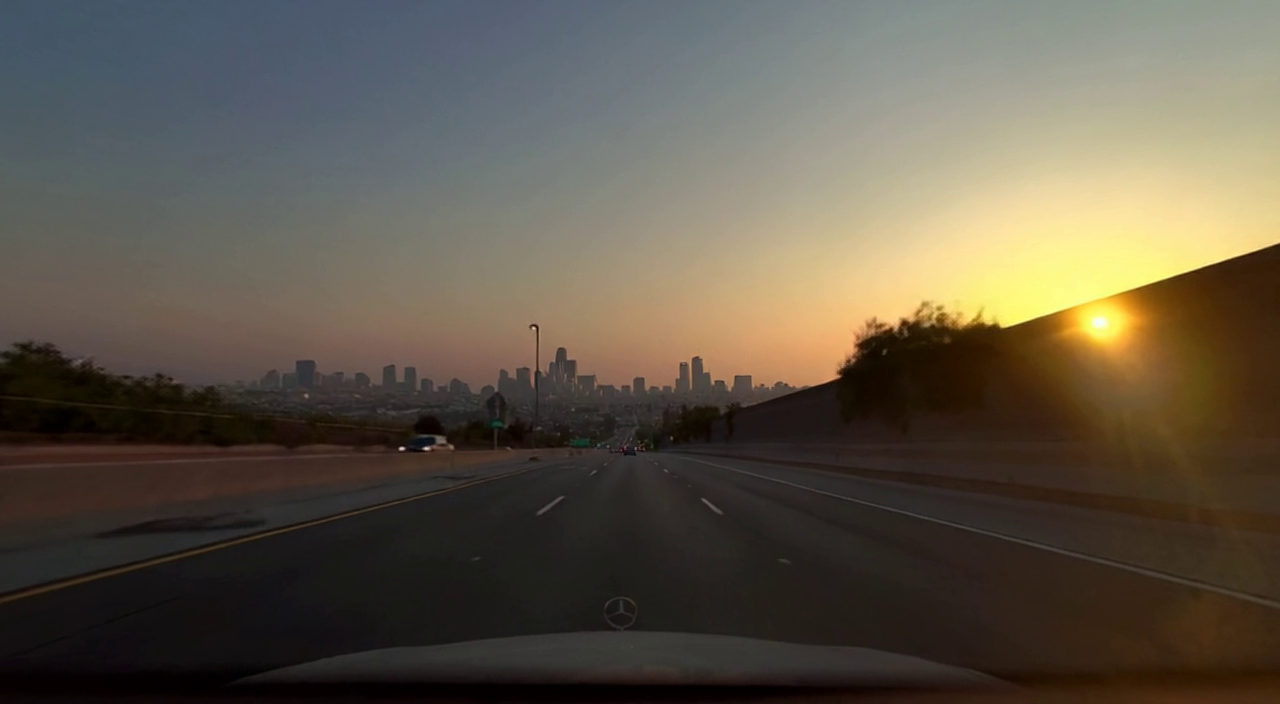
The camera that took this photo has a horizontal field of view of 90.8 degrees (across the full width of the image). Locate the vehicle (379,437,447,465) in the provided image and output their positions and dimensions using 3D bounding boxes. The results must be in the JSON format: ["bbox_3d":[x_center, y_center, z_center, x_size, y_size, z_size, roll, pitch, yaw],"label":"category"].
[{"bbox_3d":[-15.739,6.903,44.276,2.475,1.824,6.214,0,-9,0],"label":"vehicle"}]
